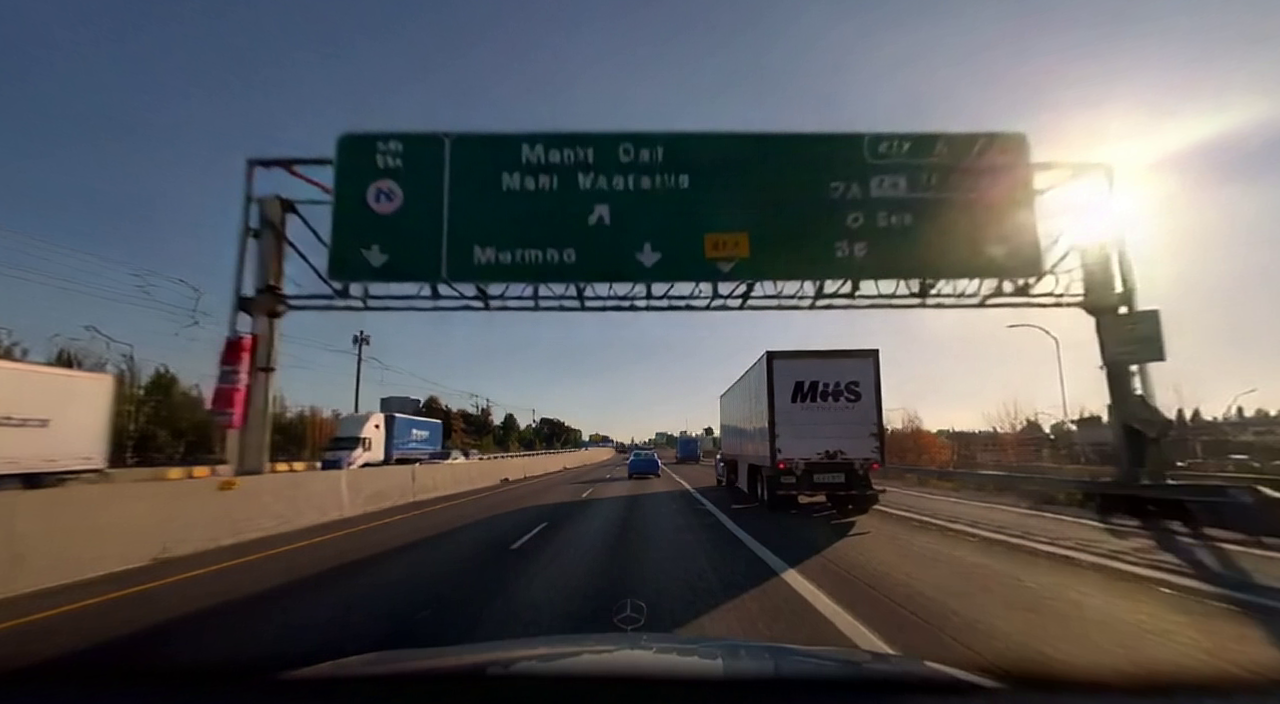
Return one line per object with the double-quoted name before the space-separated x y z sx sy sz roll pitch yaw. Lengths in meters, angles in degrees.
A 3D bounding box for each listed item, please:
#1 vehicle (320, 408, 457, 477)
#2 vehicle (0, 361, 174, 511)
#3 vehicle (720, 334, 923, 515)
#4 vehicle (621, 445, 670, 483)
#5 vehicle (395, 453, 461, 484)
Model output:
"vehicle" -17.429 6.750 46.028 3.305 4.034 16.829 1 -9 -1
"vehicle" -18.427 2.323 17.262 2.753 3.956 11.031 0 -9 0
"vehicle" 5.011 2.692 21.465 3.002 4.104 14.174 0 -9 1
"vehicle" 0.265 5.204 29.529 2.121 1.642 3.828 0 -9 1
"vehicle" -10.684 5.885 32.082 2.016 1.450 3.690 0 -9 1
